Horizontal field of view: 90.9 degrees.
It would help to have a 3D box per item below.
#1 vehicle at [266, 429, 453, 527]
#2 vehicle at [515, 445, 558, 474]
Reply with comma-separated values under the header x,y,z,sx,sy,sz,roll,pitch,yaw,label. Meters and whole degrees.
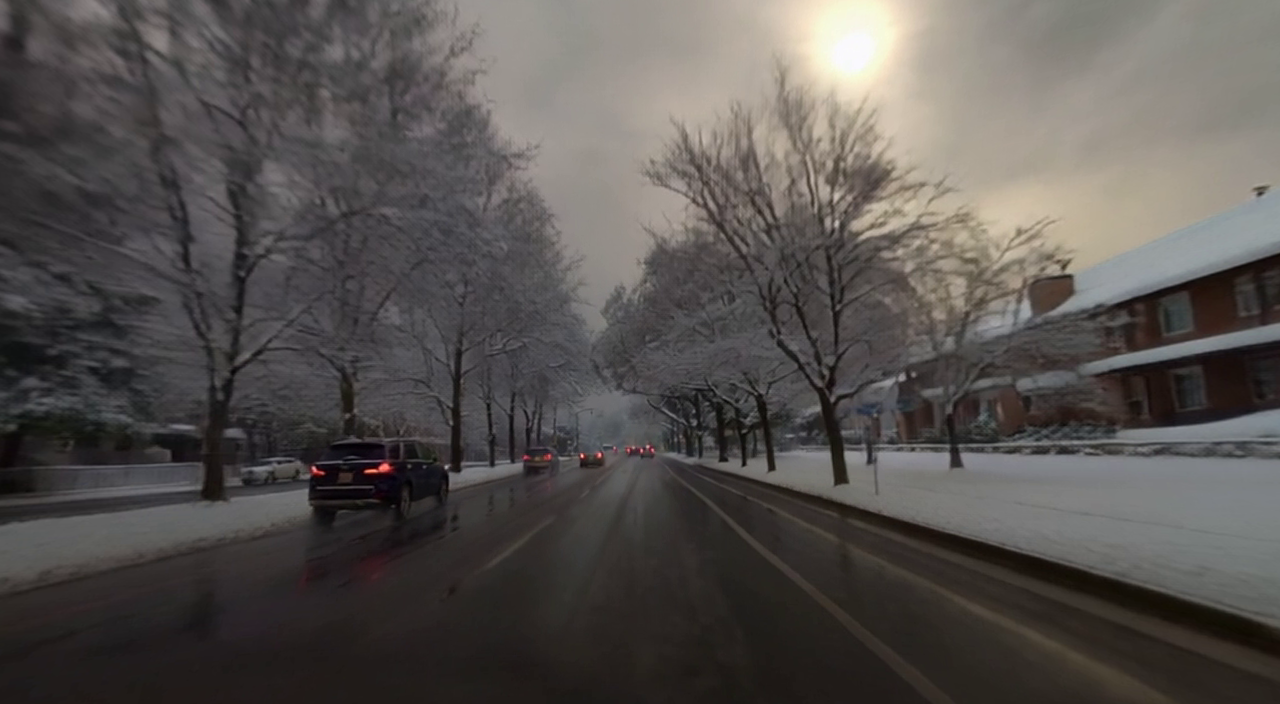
x,y,z,sx,sy,sz,roll,pitch,yaw,label
-5.789,2.639,13.763,2.123,1.761,4.322,0,-9,-1,vehicle
-6.453,6.741,39.829,1.985,1.708,4.310,0,-9,0,vehicle
